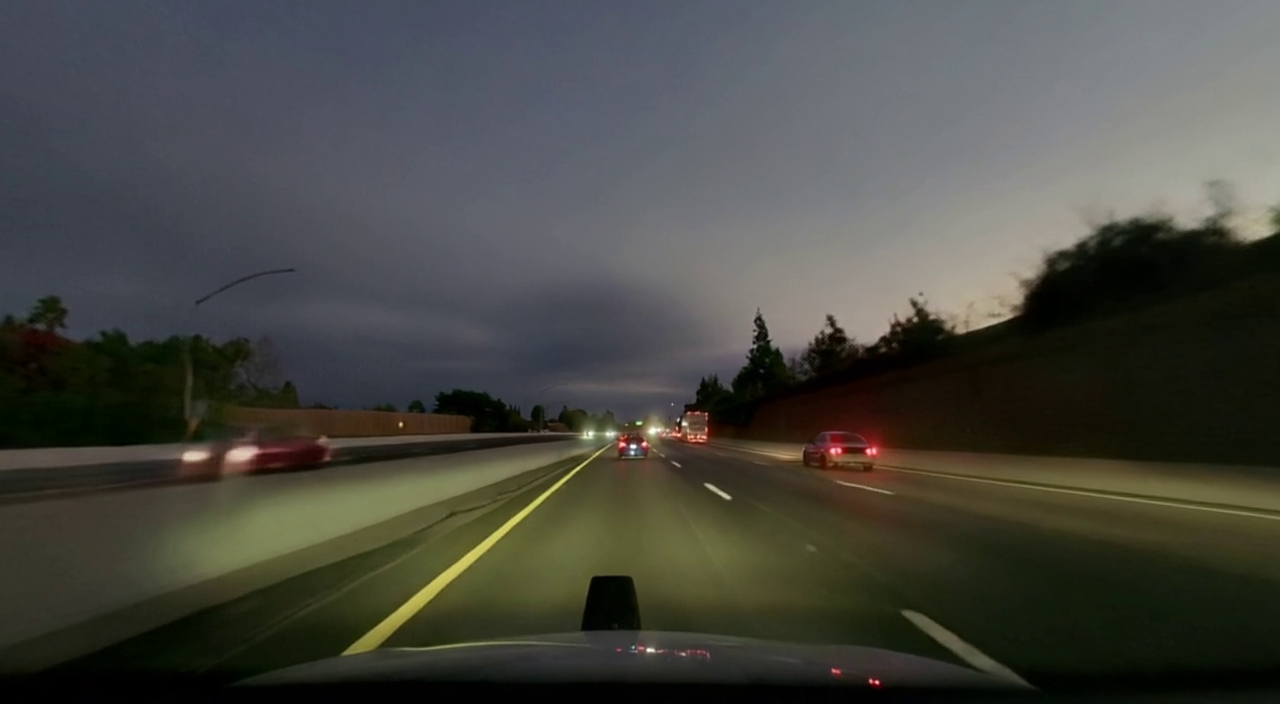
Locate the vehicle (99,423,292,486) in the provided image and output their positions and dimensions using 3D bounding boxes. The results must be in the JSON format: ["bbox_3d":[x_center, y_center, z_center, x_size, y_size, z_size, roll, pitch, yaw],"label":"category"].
[{"bbox_3d":[-12.079,2.794,17.638,1.984,1.501,4.739,0,-8,-1],"label":"vehicle"}]

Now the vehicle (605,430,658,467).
[{"bbox_3d":[-0.412,4.190,27.591,2.119,1.480,4.000,0,-8,-2],"label":"vehicle"}]
